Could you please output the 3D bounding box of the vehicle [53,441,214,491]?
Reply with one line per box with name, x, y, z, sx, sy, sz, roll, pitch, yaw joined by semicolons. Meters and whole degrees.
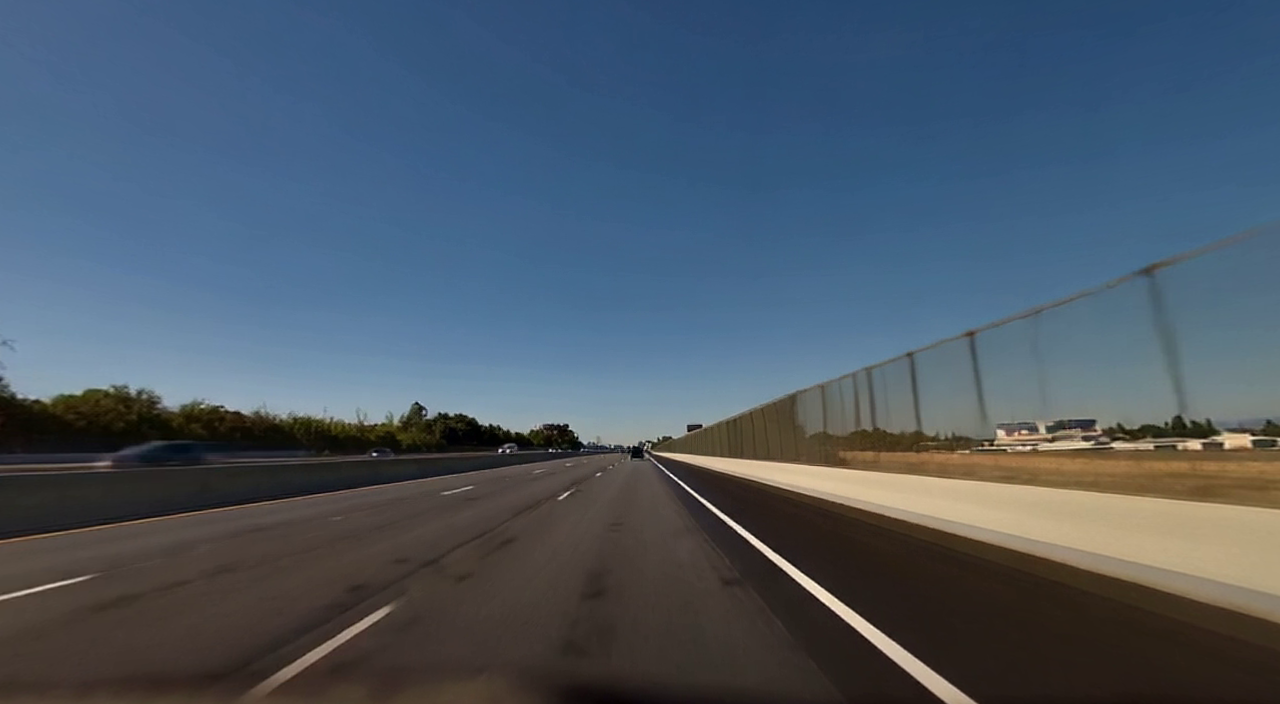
vehicle;-19.975;4.502;25.278;2.080;1.759;5.207;0;-9;0
